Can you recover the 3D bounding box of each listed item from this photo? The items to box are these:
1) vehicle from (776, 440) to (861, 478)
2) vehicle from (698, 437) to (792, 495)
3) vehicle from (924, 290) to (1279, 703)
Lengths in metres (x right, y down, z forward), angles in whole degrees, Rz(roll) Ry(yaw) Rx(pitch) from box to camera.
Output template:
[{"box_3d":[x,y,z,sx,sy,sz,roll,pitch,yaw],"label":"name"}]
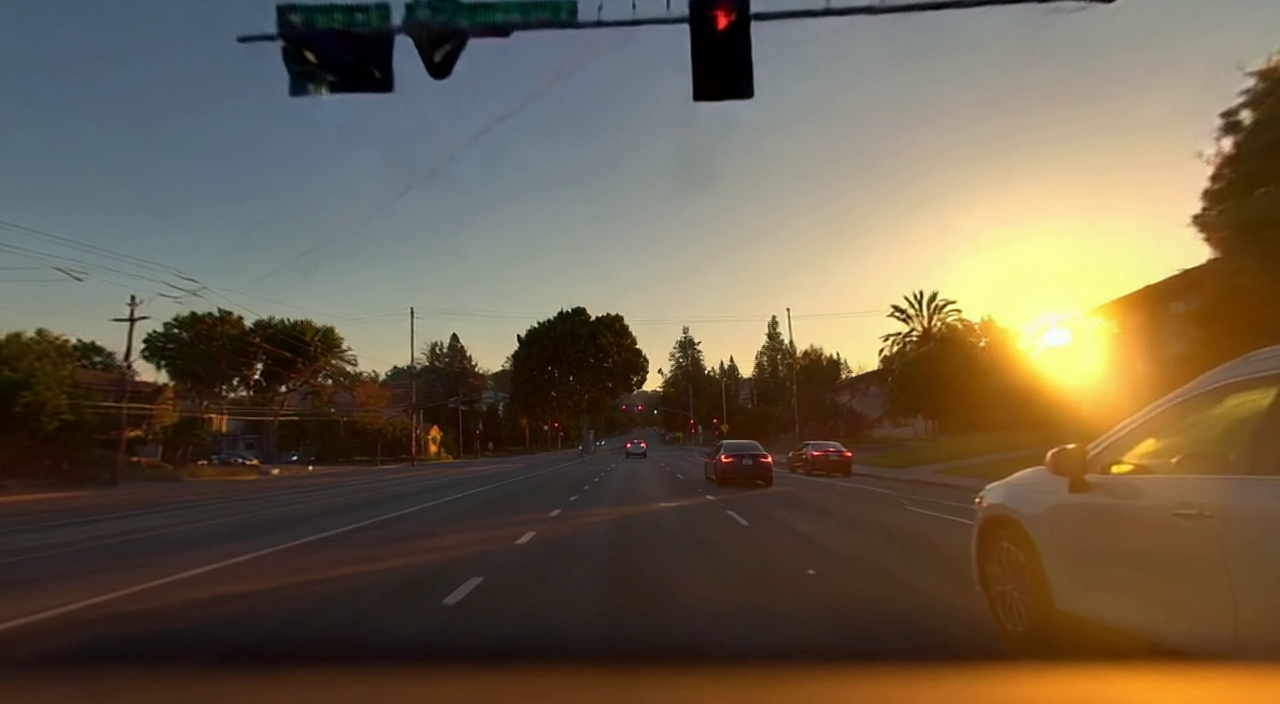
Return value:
[{"box_3d":[7.214,4.377,25.972,2.010,1.421,4.586,0,-9,-2],"label":"vehicle"},{"box_3d":[2.884,3.239,18.223,1.889,1.451,4.180,0,-9,-1],"label":"vehicle"},{"box_3d":[3.081,0.703,2.050,2.129,1.761,4.610,0,-9,0],"label":"vehicle"}]
